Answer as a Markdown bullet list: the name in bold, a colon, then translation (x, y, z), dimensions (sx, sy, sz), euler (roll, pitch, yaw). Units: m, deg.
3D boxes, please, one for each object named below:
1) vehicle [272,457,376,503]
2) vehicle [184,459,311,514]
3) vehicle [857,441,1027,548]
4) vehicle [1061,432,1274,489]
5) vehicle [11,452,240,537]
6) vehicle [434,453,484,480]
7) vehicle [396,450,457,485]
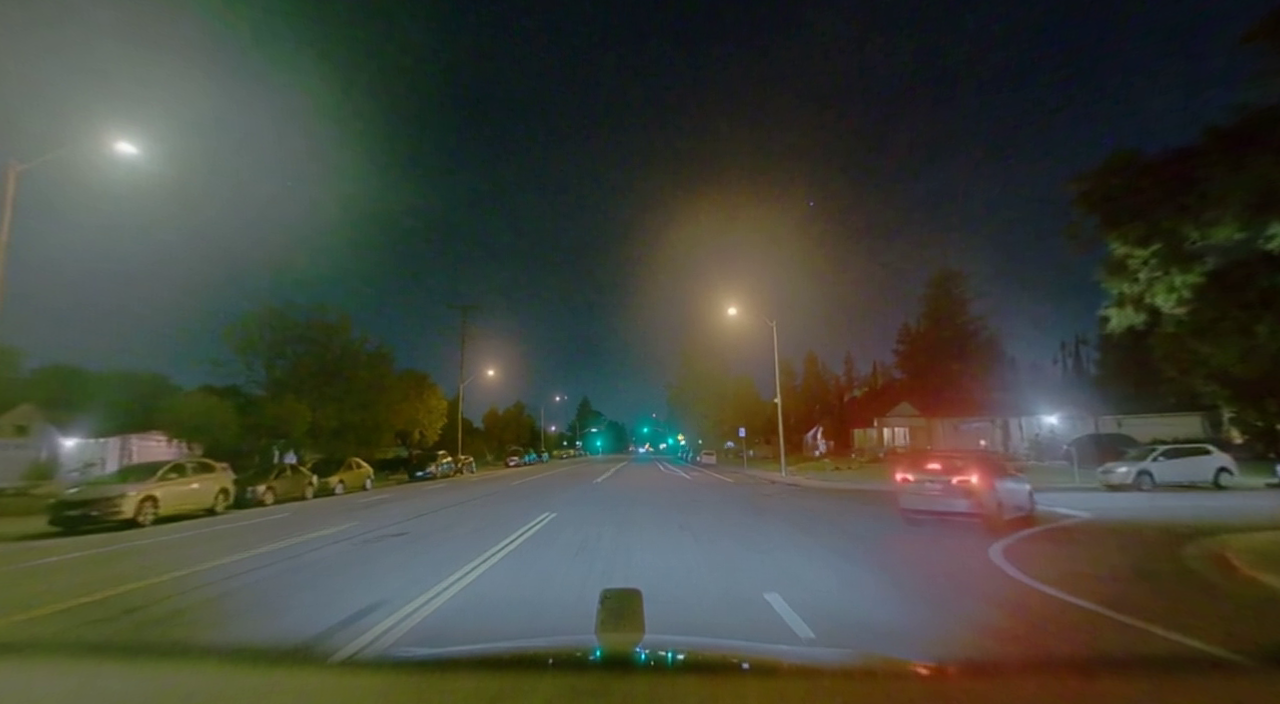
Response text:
- **vehicle**: translation (-12.264, 4.952, 24.908), dimensions (1.795, 1.472, 4.601), euler (-3, -9, -1)
- **vehicle**: translation (-12.373, 4.234, 20.244), dimensions (1.676, 1.496, 3.804), euler (0, -9, -1)
- **vehicle**: translation (5.537, 2.349, 11.248), dimensions (2.022, 1.471, 4.432), euler (-6, -10, 33)
- **vehicle**: translation (18.195, 3.768, 22.047), dimensions (5.369, 1.857, 2.174), euler (0, -9, 1)
- **vehicle**: translation (-12.353, 3.384, 15.652), dimensions (1.938, 1.754, 4.315), euler (0, -9, 1)
- **vehicle**: translation (-11.898, 7.505, 41.778), dimensions (1.872, 1.472, 4.719), euler (-4, -9, 0)
- **vehicle**: translation (-12.425, 6.694, 36.986), dimensions (1.988, 1.741, 4.379), euler (-5, -9, 0)
